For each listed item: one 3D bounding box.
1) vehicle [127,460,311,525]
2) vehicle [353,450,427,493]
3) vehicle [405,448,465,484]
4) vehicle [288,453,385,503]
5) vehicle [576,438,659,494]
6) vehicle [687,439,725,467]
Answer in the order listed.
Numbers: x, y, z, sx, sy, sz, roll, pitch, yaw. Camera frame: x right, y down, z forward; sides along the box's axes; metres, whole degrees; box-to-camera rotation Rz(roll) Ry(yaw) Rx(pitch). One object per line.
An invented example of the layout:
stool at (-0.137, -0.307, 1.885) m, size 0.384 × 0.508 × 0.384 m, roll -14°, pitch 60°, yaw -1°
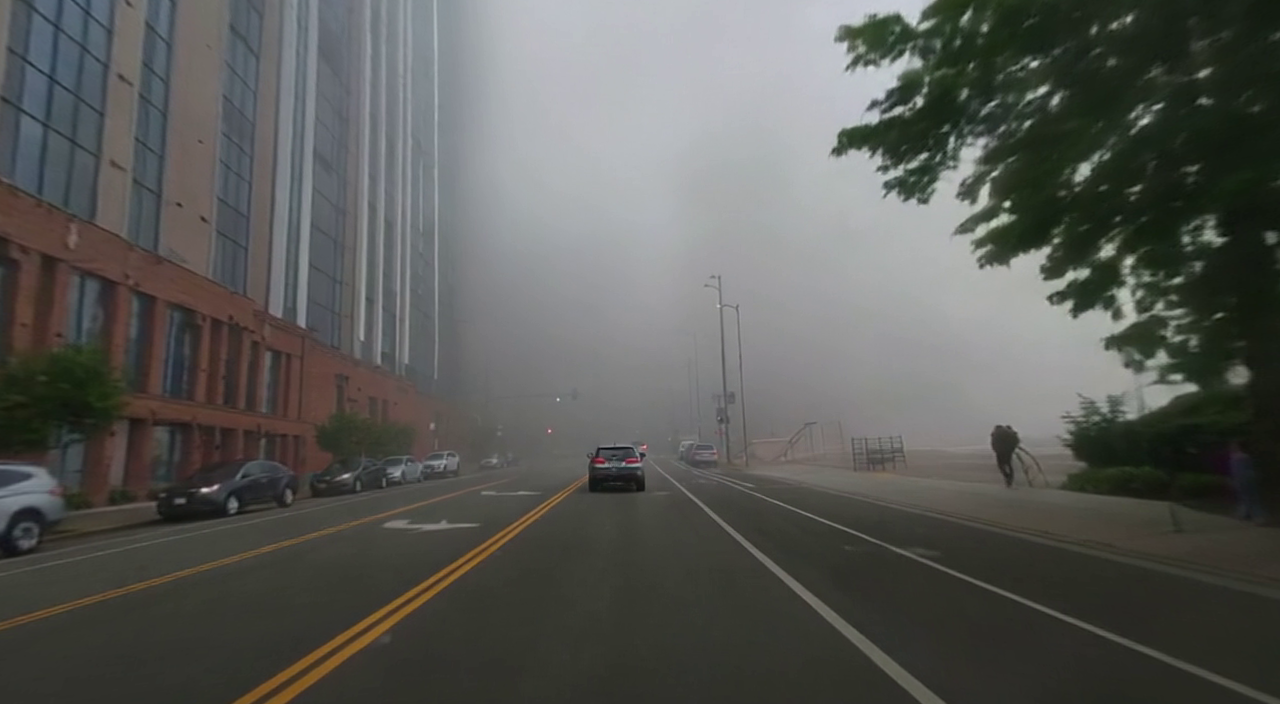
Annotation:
vehicle at (-11.859, 3.944, 18.344) m, size 1.991 × 1.507 × 4.879 m, roll 0°, pitch -8°, yaw 0°
vehicle at (-12.321, 5.883, 31.472) m, size 1.945 × 1.712 × 4.648 m, roll -6°, pitch -8°, yaw -3°
vehicle at (-12.188, 6.759, 37.893) m, size 2.090 × 1.784 × 4.832 m, roll -4°, pitch -8°, yaw -2°
vehicle at (-12.250, 5.076, 25.826) m, size 1.976 × 1.577 × 4.091 m, roll -6°, pitch -8°, yaw -1°
vehicle at (-0.639, 3.407, 19.254) m, size 2.269 × 1.479 × 3.980 m, roll 0°, pitch -8°, yaw -1°
vehicle at (4.225, 6.532, 41.001) m, size 1.924 × 1.645 × 4.528 m, roll -1°, pitch -8°, yaw -1°
